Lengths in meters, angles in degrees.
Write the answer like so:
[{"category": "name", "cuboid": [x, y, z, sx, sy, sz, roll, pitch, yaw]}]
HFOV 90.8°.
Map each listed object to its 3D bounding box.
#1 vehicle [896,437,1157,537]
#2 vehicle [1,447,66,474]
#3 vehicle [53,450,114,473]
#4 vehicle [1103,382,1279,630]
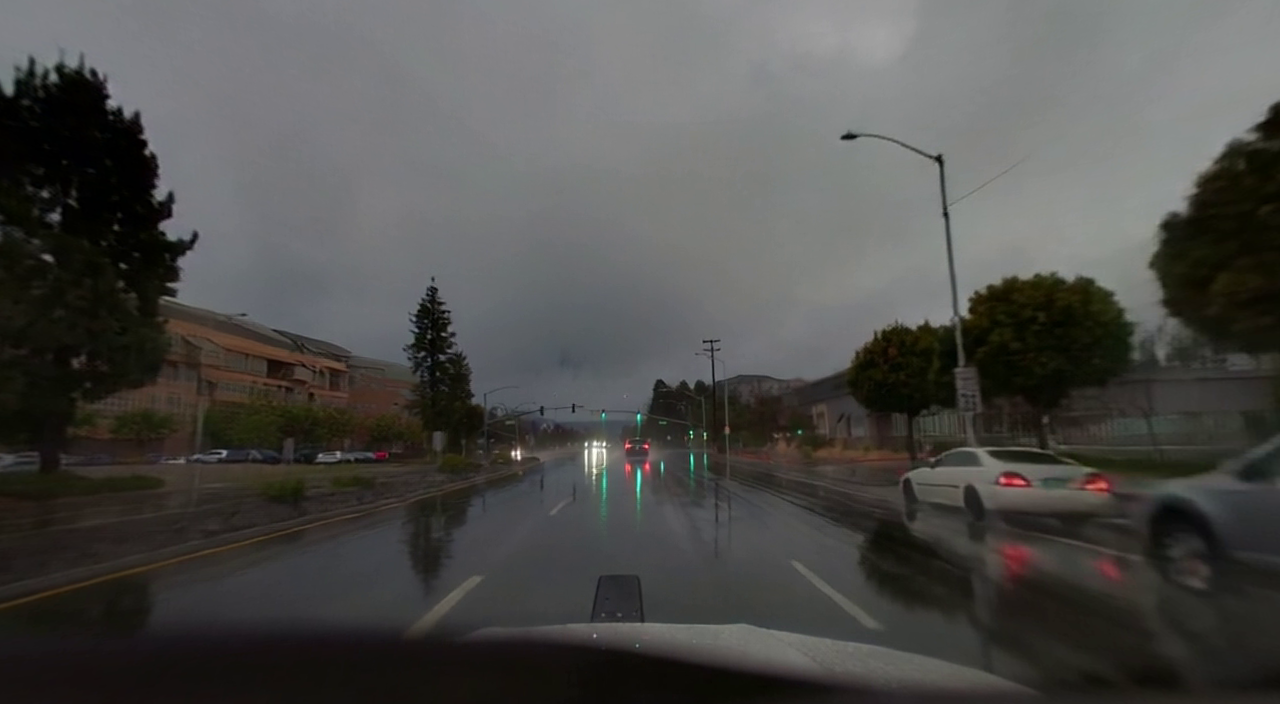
[{"category": "vehicle", "cuboid": [6.720, 2.355, 11.762, 1.959, 1.466, 4.528, 0, -8, 0]}, {"category": "vehicle", "cuboid": [-44.371, 7.912, 46.358, 2.122, 1.792, 4.859, 4, -10, -28]}, {"category": "vehicle", "cuboid": [-39.092, 7.678, 44.487, 1.920, 1.534, 4.933, 4, -10, -26]}, {"category": "vehicle", "cuboid": [5.883, 1.003, 3.792, 2.295, 1.804, 4.971, 0, -8, -2]}]
